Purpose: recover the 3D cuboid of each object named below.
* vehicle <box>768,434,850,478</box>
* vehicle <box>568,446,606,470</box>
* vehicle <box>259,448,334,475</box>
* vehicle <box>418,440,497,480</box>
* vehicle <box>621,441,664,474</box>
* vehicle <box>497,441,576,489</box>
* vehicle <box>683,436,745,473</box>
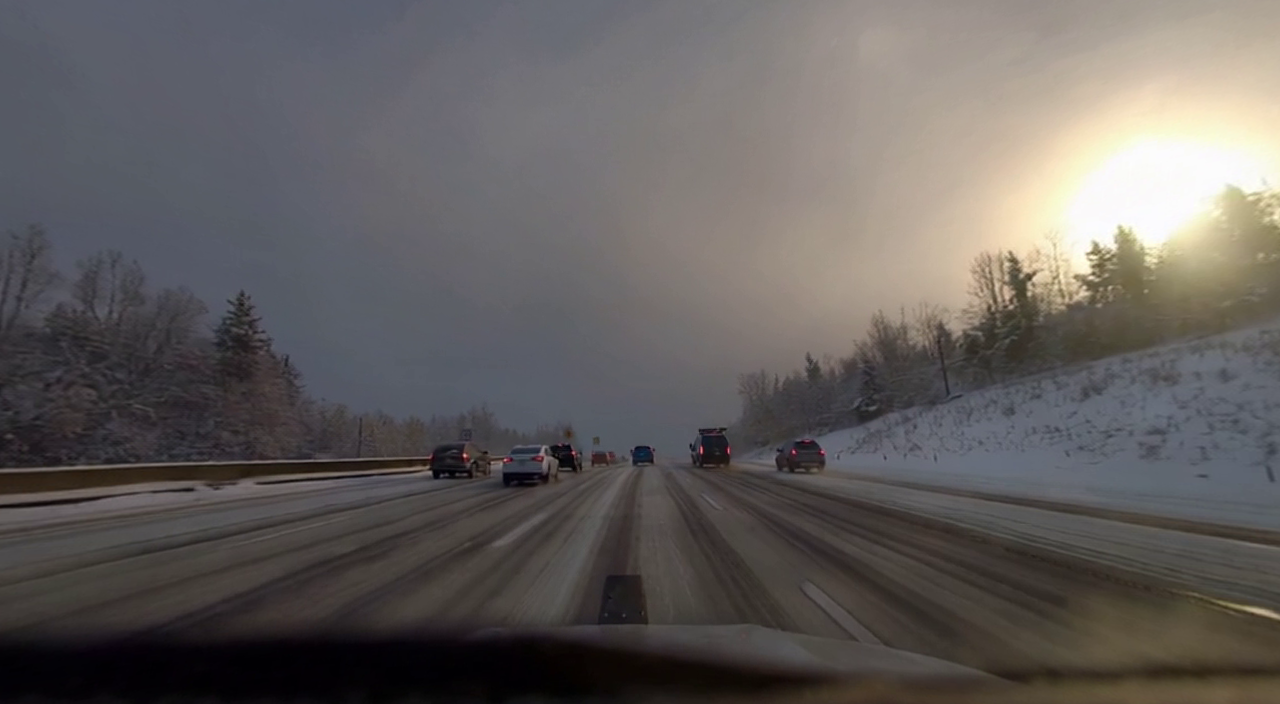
[{"bbox_3d":[7.687,4.817,29.414,2.304,1.840,5.706,0,-9,1],"label":"vehicle"},{"bbox_3d":[-3.388,6.867,41.150,1.987,1.466,4.341,0,-9,1],"label":"vehicle"},{"bbox_3d":[-20.794,6.606,38.389,1.882,1.529,4.630,0,-9,1],"label":"vehicle"},{"bbox_3d":[-7.647,4.566,26.913,1.961,1.562,4.301,0,-9,1],"label":"vehicle"},{"bbox_3d":[0.144,5.596,33.597,2.115,1.617,4.102,0,-9,0],"label":"vehicle"},{"bbox_3d":[-3.480,3.880,21.970,1.970,1.483,4.071,0,-9,1],"label":"vehicle"},{"bbox_3d":[3.945,5.659,34.964,2.777,1.895,5.710,0,-9,0],"label":"vehicle"}]
